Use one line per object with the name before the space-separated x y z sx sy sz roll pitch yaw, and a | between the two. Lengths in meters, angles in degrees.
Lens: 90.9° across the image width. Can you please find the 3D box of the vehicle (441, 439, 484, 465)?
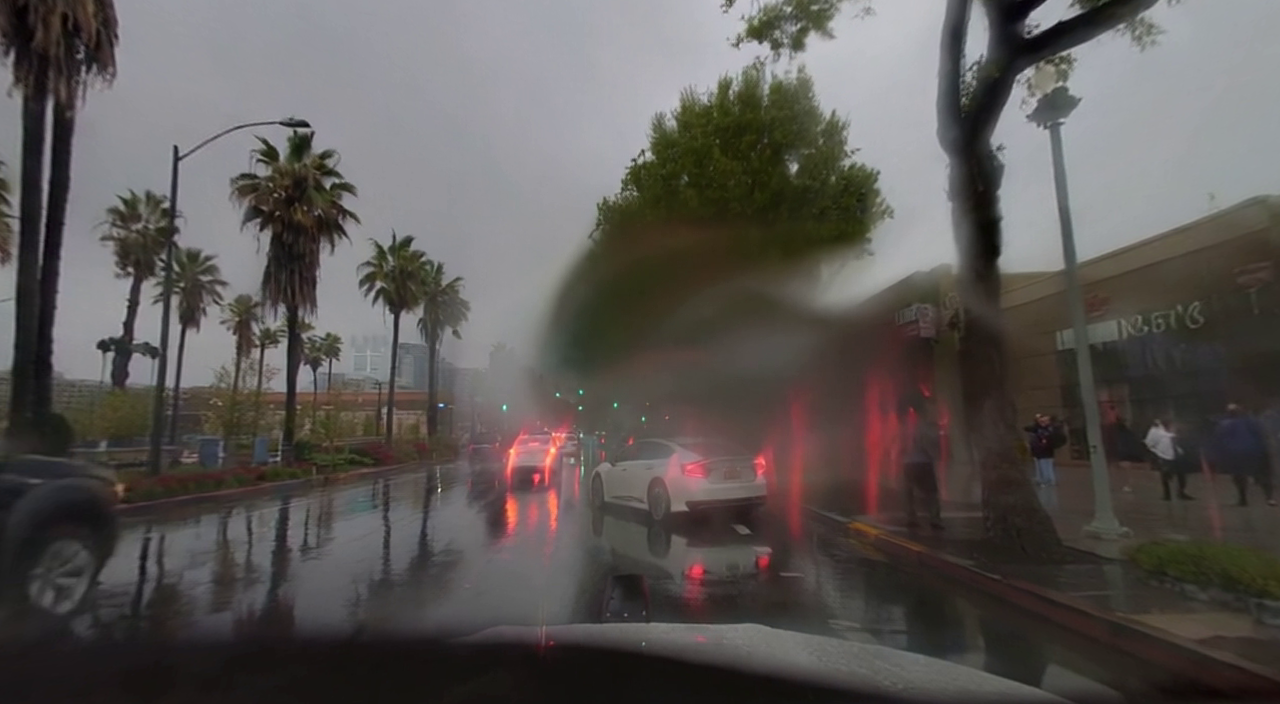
vehicle | -11.721 6.623 41.966 1.930 1.583 4.423 0 -9 -5

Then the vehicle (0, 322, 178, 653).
vehicle | -5.025 0.665 2.665 2.164 2.047 5.455 0 -9 -3

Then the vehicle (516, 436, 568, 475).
vehicle | -4.406 4.722 28.968 2.039 1.628 4.331 0 -9 -4

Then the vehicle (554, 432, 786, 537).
vehicle | 0.263 2.265 11.521 1.930 1.477 4.657 5 -10 -31
